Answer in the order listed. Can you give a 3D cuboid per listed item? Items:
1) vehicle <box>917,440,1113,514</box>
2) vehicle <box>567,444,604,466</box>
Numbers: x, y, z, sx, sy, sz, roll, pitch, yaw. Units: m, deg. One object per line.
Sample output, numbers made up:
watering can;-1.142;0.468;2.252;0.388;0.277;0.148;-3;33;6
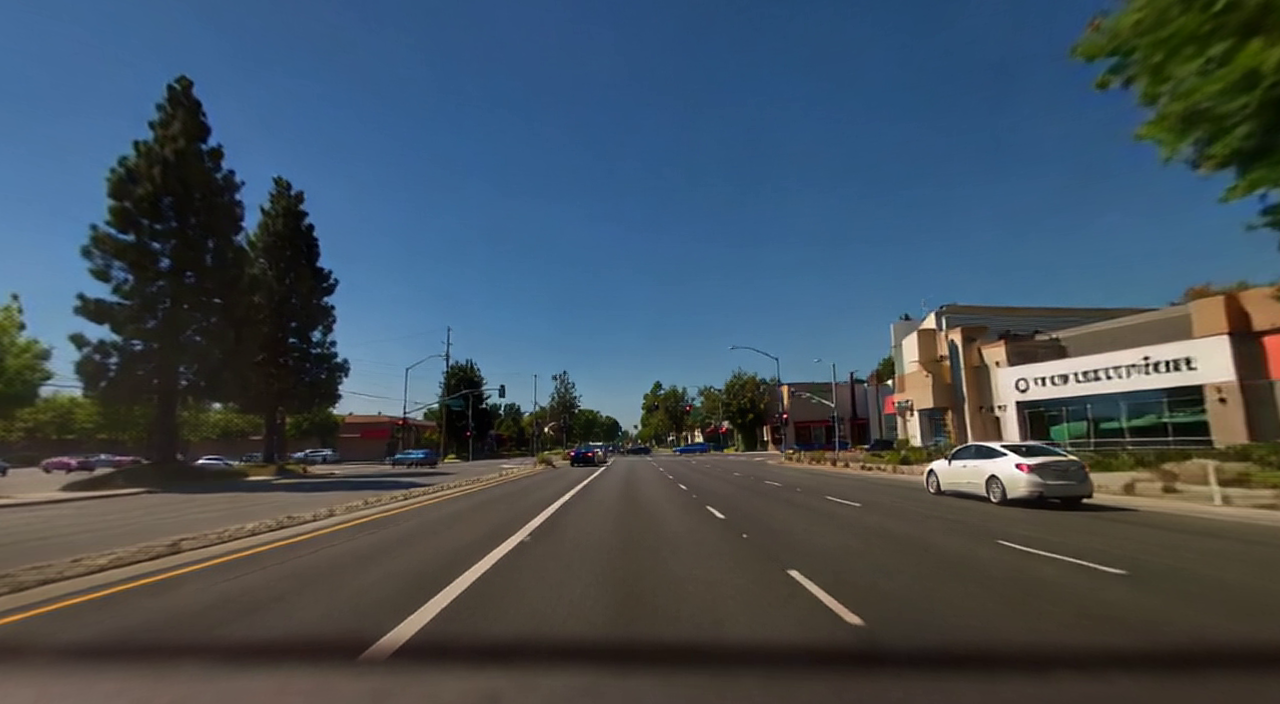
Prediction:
vehicle;8.482;2.819;14.852;1.936;1.460;4.258;0;-8;-1
vehicle;-3.805;7.249;44.711;2.121;1.481;4.708;0;-8;1
